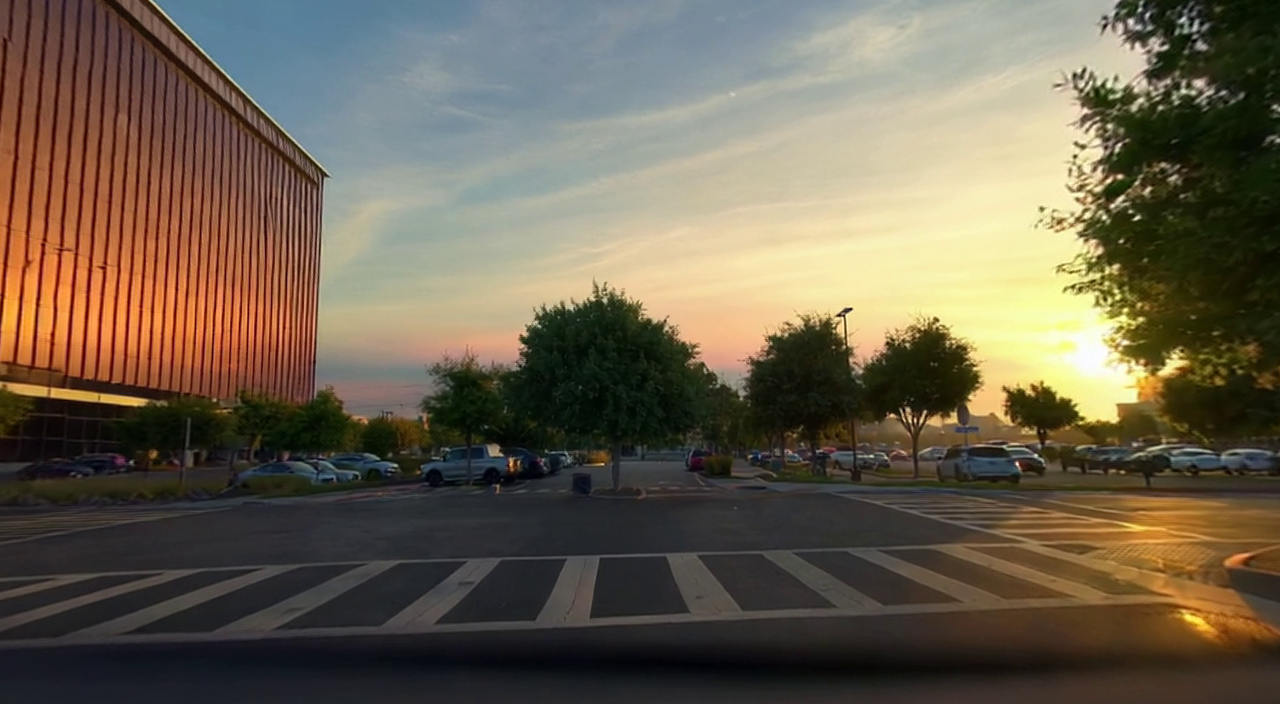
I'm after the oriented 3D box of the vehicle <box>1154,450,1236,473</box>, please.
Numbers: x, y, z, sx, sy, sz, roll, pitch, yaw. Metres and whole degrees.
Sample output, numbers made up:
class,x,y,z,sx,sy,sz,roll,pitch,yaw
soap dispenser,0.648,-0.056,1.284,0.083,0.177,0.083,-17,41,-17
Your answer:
class,x,y,z,sx,sy,sz,roll,pitch,yaw
vehicle,36.993,7.307,42.228,1.678,1.423,4.191,-1,-9,1

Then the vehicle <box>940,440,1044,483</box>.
class,x,y,z,sx,sy,sz,roll,pitch,yaw
vehicle,16.480,5.128,29.932,2.048,1.852,4.998,0,-8,0

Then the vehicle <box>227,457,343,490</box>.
class,x,y,z,sx,sy,sz,roll,pitch,yaw
vehicle,-16.609,5.697,29.722,4.331,1.437,1.876,0,-9,3

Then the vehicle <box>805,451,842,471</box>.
class,x,y,z,sx,sy,sz,roll,pitch,yaw
vehicle,14.161,8.427,48.987,1.935,1.477,3.719,0,-8,3

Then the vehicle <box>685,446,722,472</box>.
class,x,y,z,sx,sy,sz,roll,pitch,yaw
vehicle,4.591,7.856,46.604,2.262,1.794,5.331,0,-8,1

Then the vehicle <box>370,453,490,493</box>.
class,x,y,z,sx,sy,sz,roll,pitch,yaw
vehicle,-8.699,4.964,26.267,4.442,1.504,1.809,5,-10,-28

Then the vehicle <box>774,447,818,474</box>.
class,x,y,z,sx,sy,sz,roll,pitch,yaw
vehicle,10.542,7.345,43.036,1.936,1.673,4.305,0,-8,1

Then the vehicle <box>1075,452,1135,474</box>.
class,x,y,z,sx,sy,sz,roll,pitch,yaw
vehicle,31.294,7.477,42.624,1.519,1.371,3.278,0,-8,0

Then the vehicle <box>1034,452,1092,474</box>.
class,x,y,z,sx,sy,sz,roll,pitch,yaw
vehicle,28.324,7.423,42.402,1.495,1.371,3.336,-1,-10,0

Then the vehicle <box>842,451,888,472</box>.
class,x,y,z,sx,sy,sz,roll,pitch,yaw
vehicle,17.119,8.354,48.311,1.971,1.478,4.477,0,-8,1
